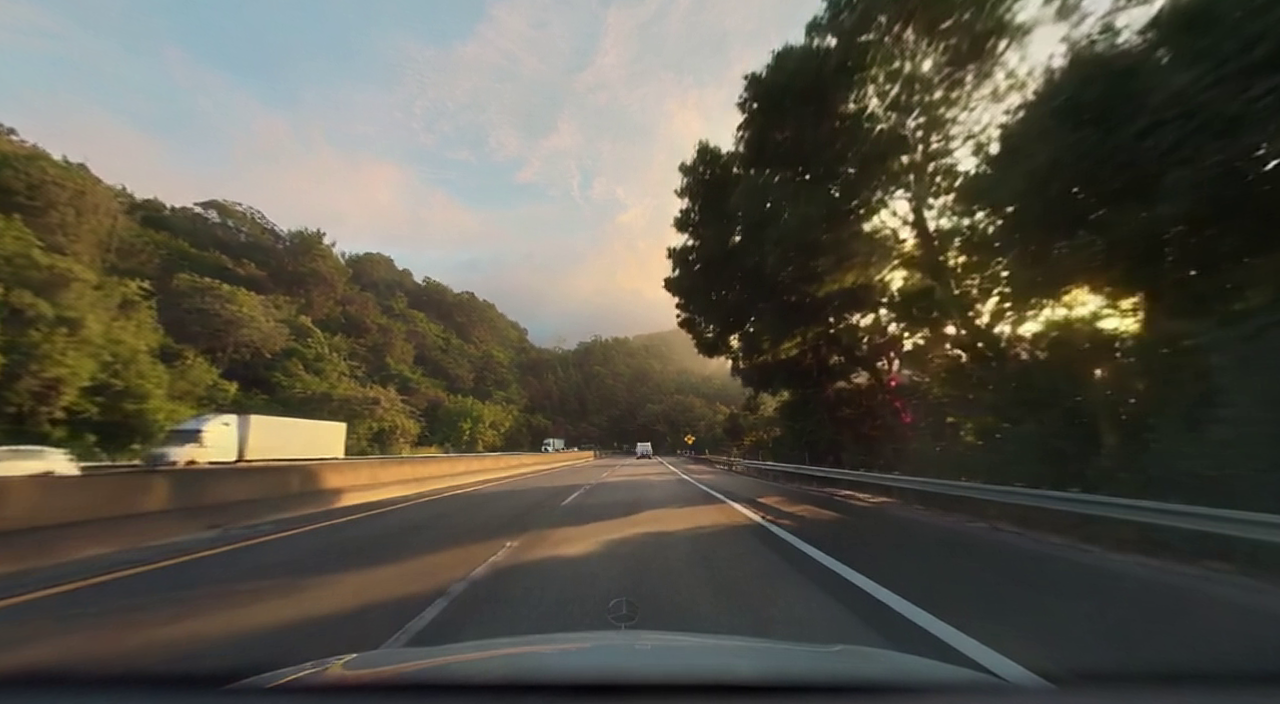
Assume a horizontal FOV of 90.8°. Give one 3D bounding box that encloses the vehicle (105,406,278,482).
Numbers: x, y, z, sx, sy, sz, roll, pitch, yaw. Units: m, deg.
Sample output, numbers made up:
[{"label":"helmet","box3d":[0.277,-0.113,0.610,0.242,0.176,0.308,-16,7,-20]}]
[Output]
[{"label":"vehicle","box3d":[-24.859,5.278,35.859,3.029,3.763,8.962,0,-9,1]}]
